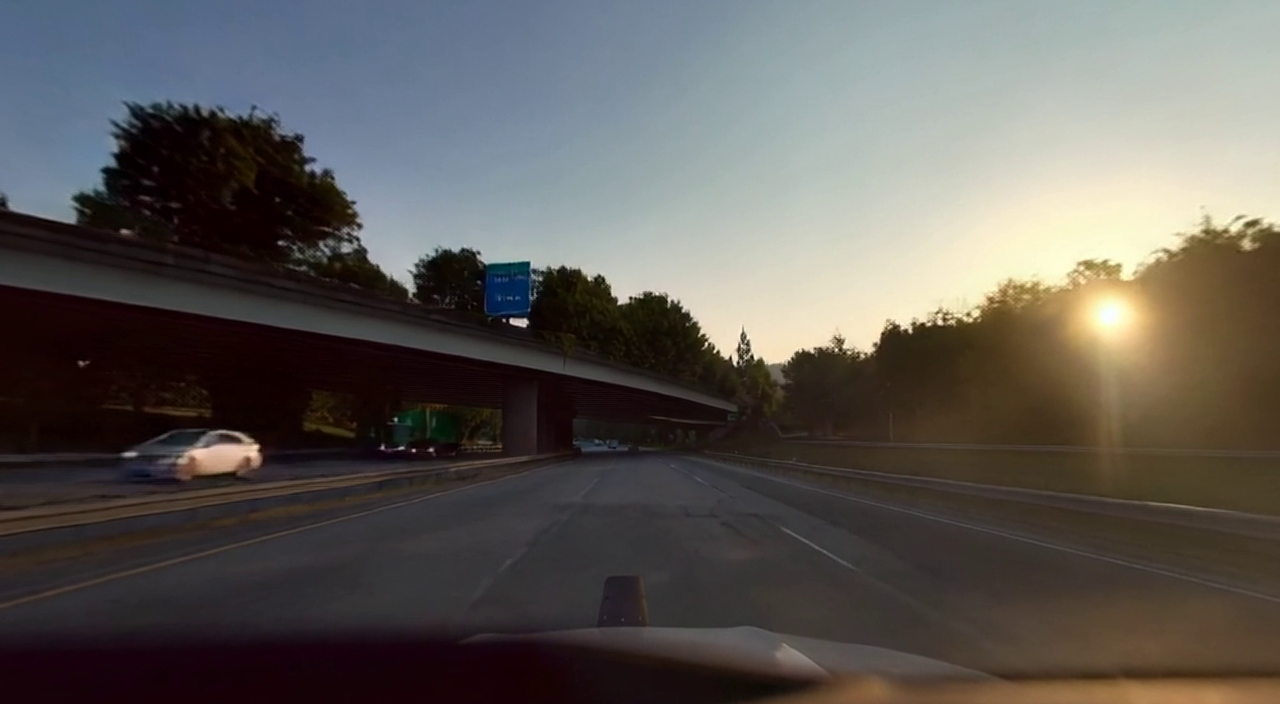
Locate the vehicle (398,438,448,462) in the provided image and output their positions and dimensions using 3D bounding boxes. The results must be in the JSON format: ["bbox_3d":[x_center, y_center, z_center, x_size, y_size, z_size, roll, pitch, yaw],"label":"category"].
[{"bbox_3d":[-14.734,6.694,43.039,1.904,1.541,4.434,0,-9,-1],"label":"vehicle"}]

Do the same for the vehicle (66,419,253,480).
[{"bbox_3d":[-14.409,2.995,19.380,2.117,1.623,4.690,0,-9,-1],"label":"vehicle"}]
